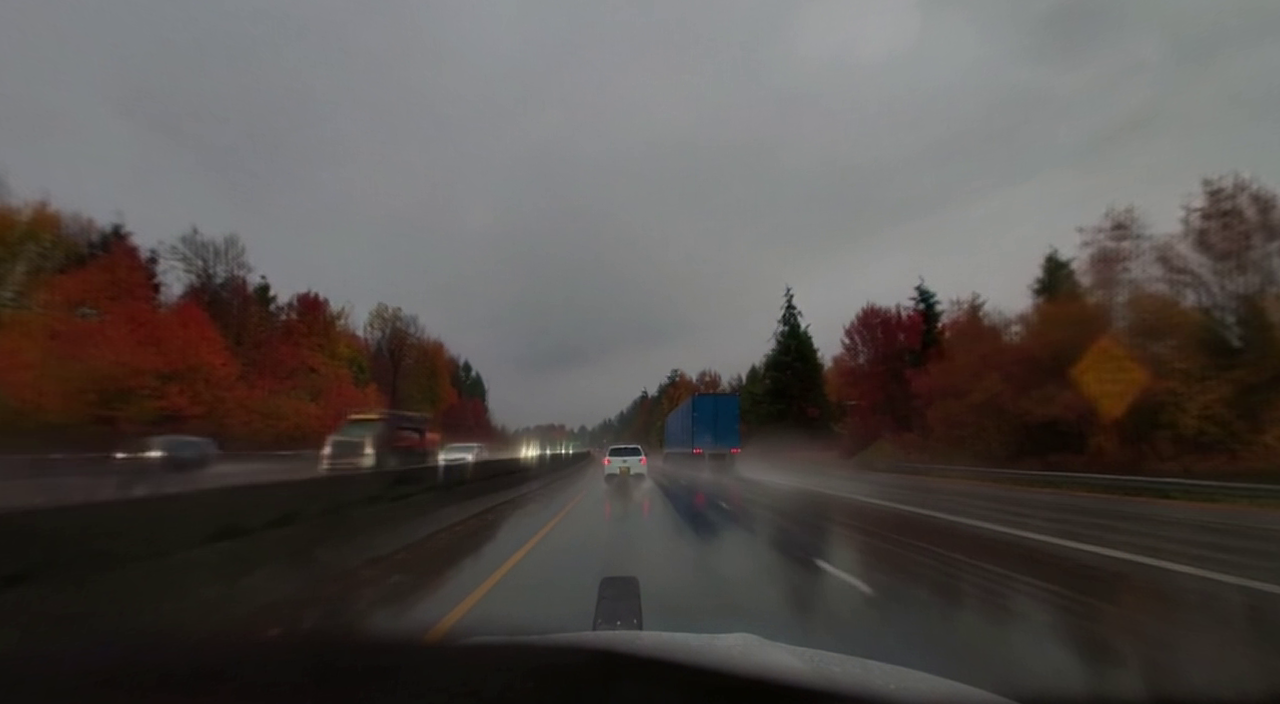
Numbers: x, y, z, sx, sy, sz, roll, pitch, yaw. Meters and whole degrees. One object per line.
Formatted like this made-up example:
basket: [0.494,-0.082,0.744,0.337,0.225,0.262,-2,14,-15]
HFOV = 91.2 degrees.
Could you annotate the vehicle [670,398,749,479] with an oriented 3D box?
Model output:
vehicle: [3.811,5.462,38.542,2.900,4.013,14.455,0,-9,-1]

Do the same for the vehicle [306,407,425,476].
vehicle: [-13.321,4.494,31.237,2.680,2.986,7.285,0,-9,-1]

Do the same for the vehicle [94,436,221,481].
vehicle: [-19.238,4.255,25.269,1.917,1.611,4.188,0,-9,-3]

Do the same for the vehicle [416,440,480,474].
vehicle: [-9.453,5.221,31.271,1.878,1.518,4.377,0,-9,-1]

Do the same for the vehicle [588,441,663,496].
vehicle: [-0.458,3.597,19.689,2.099,1.506,4.097,0,-9,-1]
